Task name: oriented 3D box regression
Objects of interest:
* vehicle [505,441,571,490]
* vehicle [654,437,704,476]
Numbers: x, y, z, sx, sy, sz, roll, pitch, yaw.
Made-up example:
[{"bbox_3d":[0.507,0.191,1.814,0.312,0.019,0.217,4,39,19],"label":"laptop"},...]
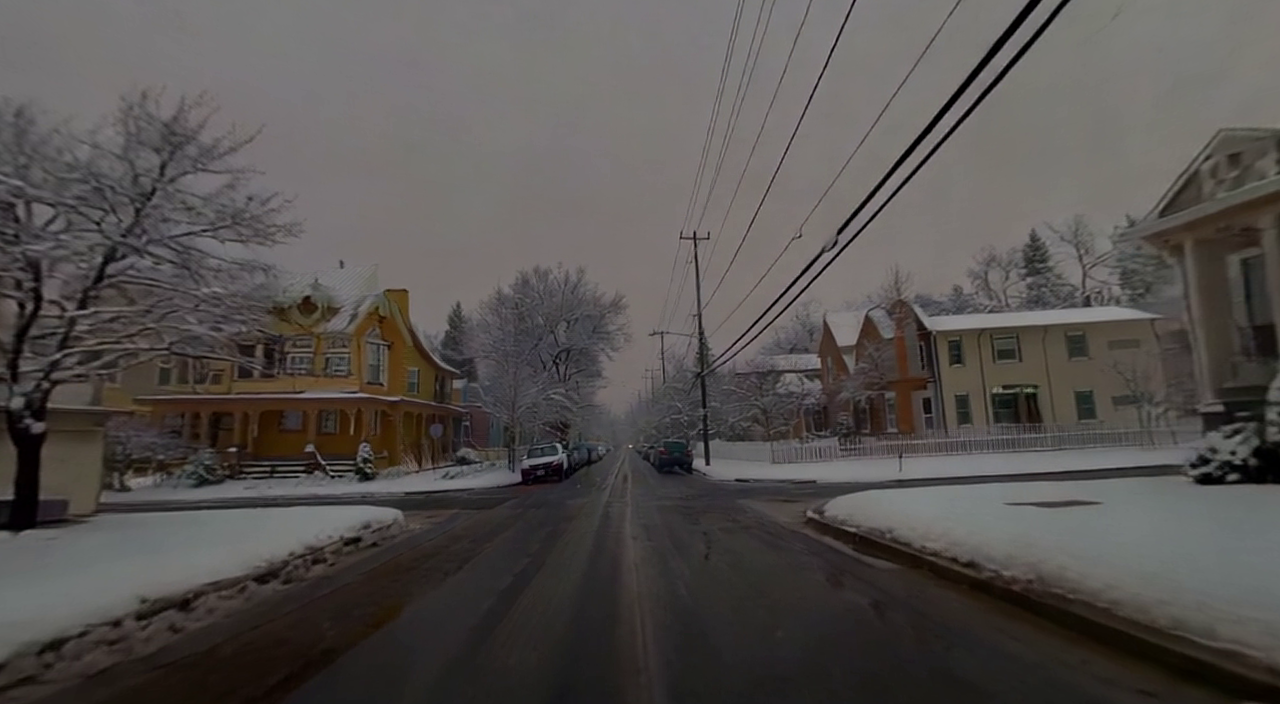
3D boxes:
[{"bbox_3d":[-4.200,4.719,26.685,2.082,1.759,4.541,-2,-8,-1],"label":"vehicle"},{"bbox_3d":[2.004,5.567,33.992,2.129,1.873,4.471,0,-8,-3],"label":"vehicle"}]
